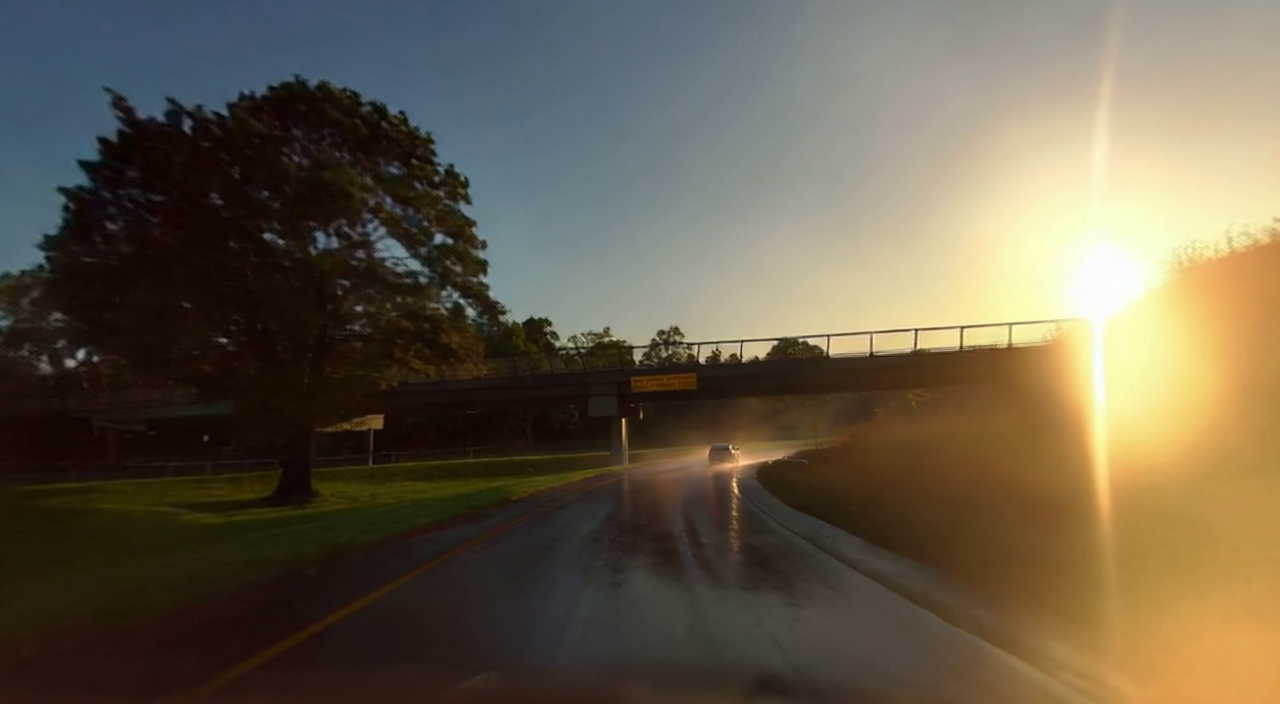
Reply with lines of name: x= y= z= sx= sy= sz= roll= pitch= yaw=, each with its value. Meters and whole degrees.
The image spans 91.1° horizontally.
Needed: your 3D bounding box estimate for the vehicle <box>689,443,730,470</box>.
vehicle: x=4.053 y=6.007 z=36.230 sx=1.980 sy=1.449 sz=3.650 roll=-2 pitch=-9 yaw=11
